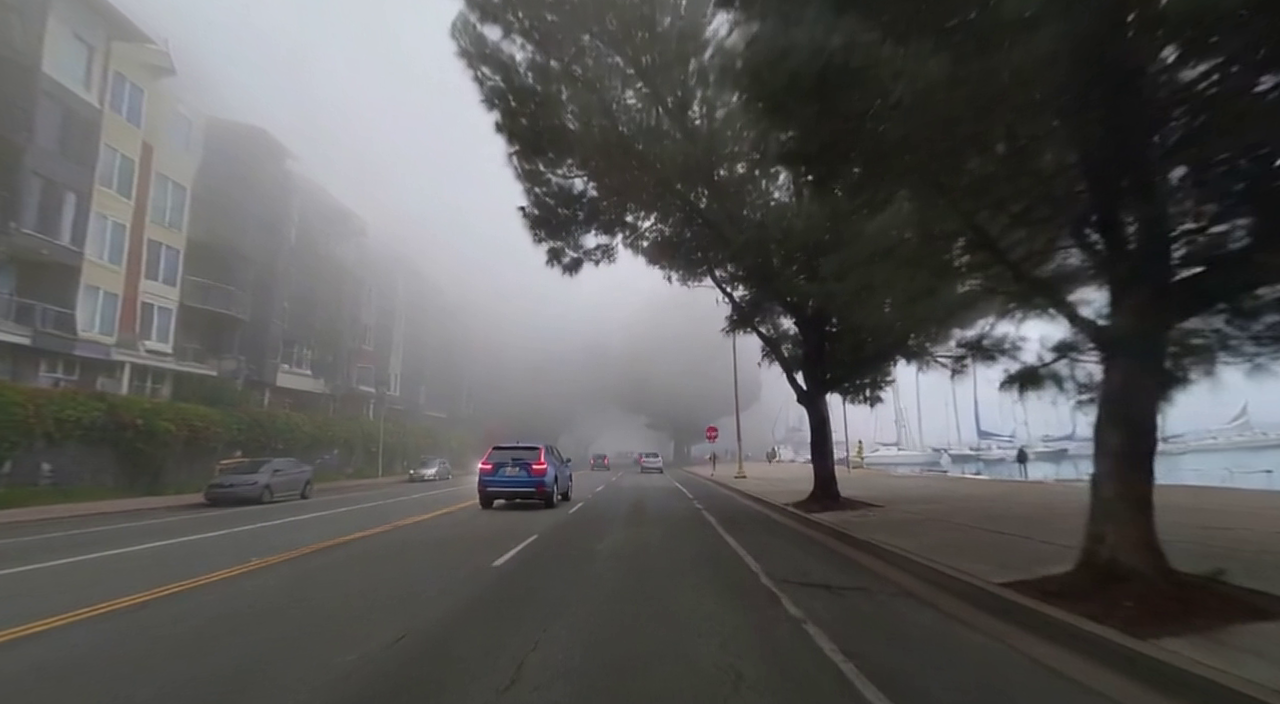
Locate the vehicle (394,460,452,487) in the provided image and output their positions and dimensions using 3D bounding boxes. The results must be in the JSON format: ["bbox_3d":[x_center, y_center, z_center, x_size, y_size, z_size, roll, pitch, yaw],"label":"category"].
[{"bbox_3d":[-13.343,7.465,38.995,1.871,1.463,4.555,0,-9,1],"label":"vehicle"}]

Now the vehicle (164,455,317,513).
[{"bbox_3d":[-13.351,4.411,21.491,2.128,1.716,4.479,-1,-9,2],"label":"vehicle"}]

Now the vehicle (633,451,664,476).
[{"bbox_3d":[0.634,7.742,43.827,2.057,1.624,3.726,-1,-9,2],"label":"vehicle"}]

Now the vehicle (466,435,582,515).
[{"bbox_3d":[-2.900,3.229,16.985,2.082,1.817,4.724,-1,-9,2],"label":"vehicle"}]
